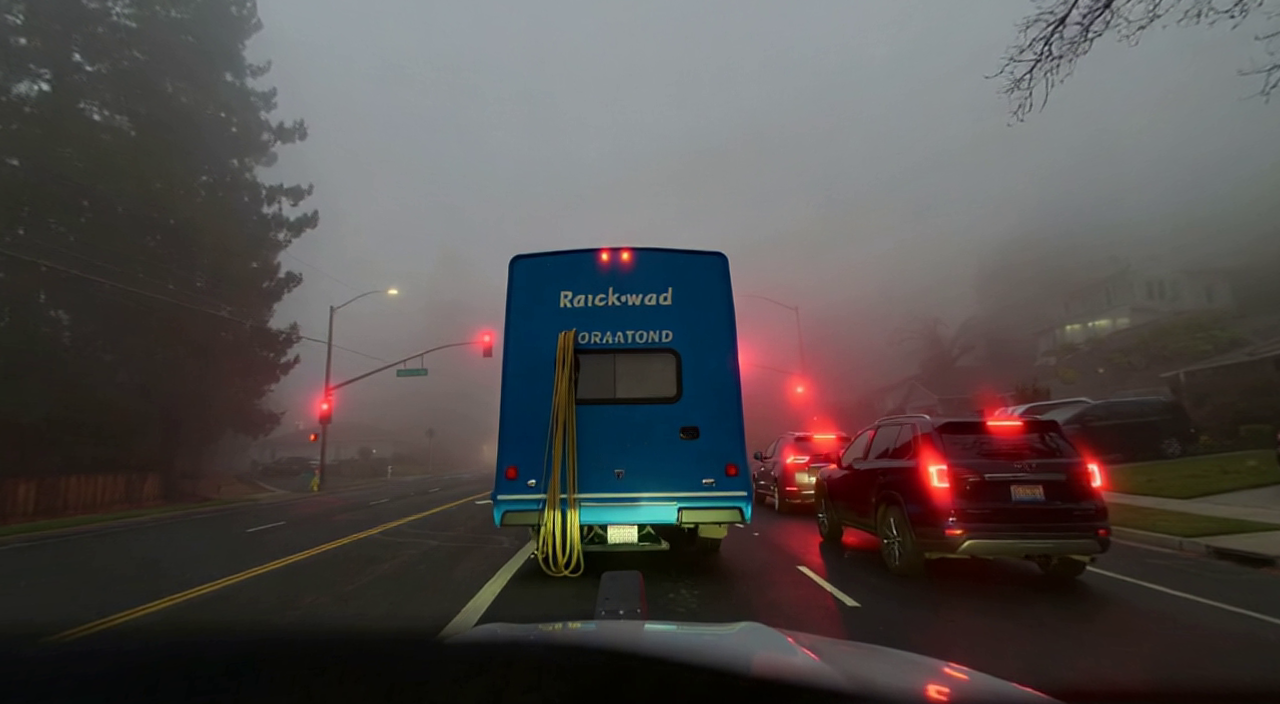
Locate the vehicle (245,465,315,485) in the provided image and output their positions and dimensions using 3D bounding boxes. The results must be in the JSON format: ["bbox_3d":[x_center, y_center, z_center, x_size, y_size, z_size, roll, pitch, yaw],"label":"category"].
[{"bbox_3d":[-27.403,9.357,48.145,4.187,1.445,1.809,0,-9,0],"label":"vehicle"}]

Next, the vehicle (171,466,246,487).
[{"bbox_3d":[-32.693,9.405,47.958,4.311,1.458,1.707,0,-9,-3],"label":"vehicle"}]

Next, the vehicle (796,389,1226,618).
[{"bbox_3d":[3.404,1.491,7.121,2.104,1.735,4.408,0,-9,0],"label":"vehicle"}]

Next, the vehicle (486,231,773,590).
[{"bbox_3d":[-0.100,1.109,10.273,2.709,3.511,8.213,0,-9,0],"label":"vehicle"}]
